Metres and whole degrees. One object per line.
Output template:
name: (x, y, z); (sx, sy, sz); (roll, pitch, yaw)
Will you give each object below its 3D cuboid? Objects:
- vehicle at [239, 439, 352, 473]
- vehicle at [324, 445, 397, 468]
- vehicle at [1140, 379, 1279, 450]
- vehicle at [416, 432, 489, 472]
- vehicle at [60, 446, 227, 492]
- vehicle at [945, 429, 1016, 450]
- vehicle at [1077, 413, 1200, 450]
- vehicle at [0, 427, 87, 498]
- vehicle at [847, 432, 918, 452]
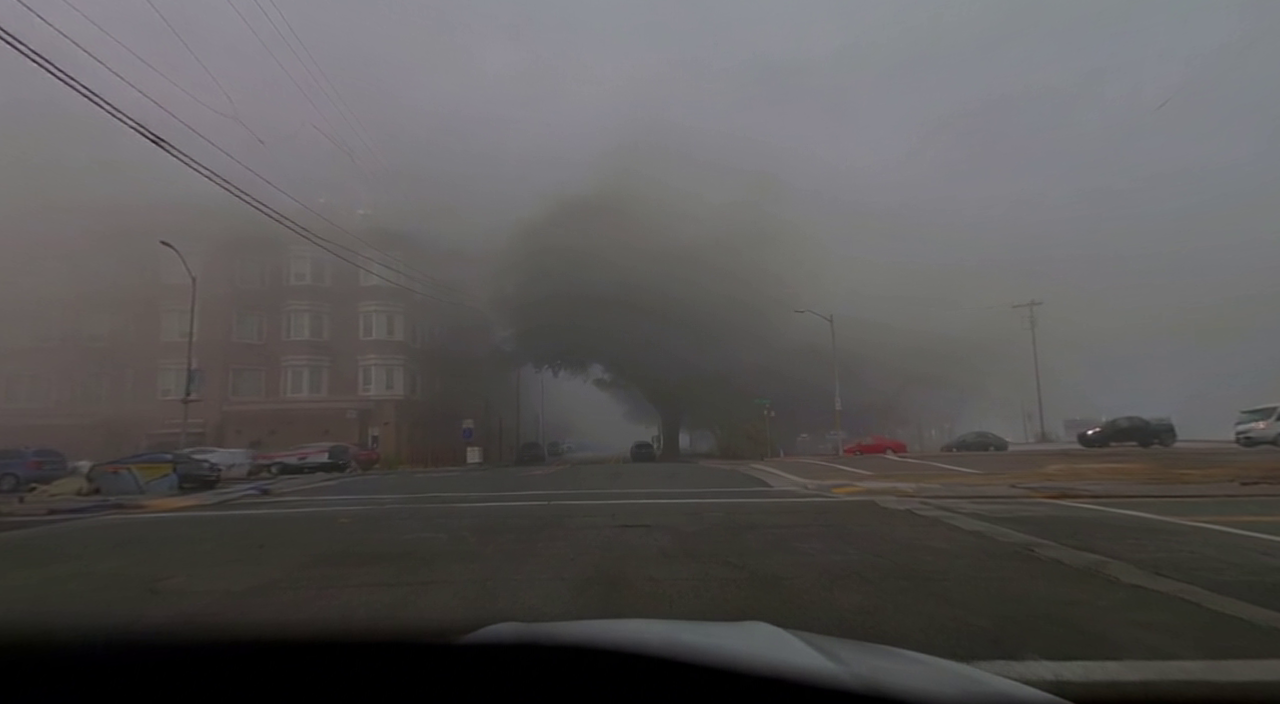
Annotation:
vehicle: (-17.549, 5.268, 32.302); (2.010, 1.583, 4.582); (-6, -10, 34)
vehicle: (-19.970, 7.481, 45.227); (4.277, 1.527, 1.987); (0, -8, -3)
vehicle: (33.317, 3.413, 33.823); (10.986, 3.604, 2.707); (0, -9, -6)
vehicle: (-8.487, 4.584, 29.008); (2.156, 1.620, 4.945); (2, -9, -4)
vehicle: (-16.469, 3.858, 21.041); (4.233, 1.432, 1.755); (-1, -8, 6)
vehicle: (25.739, 6.621, 47.728); (4.323, 1.507, 1.896); (0, -8, -4)
vehicle: (29.087, 4.651, 36.922); (5.277, 2.032, 2.408); (1, -7, -3)
vehicle: (-21.609, 3.726, 21.450); (3.506, 2.261, 2.158); (-1, -8, 5)
vehicle: (18.187, 6.761, 47.305); (4.528, 1.458, 1.939); (1, -7, -4)
